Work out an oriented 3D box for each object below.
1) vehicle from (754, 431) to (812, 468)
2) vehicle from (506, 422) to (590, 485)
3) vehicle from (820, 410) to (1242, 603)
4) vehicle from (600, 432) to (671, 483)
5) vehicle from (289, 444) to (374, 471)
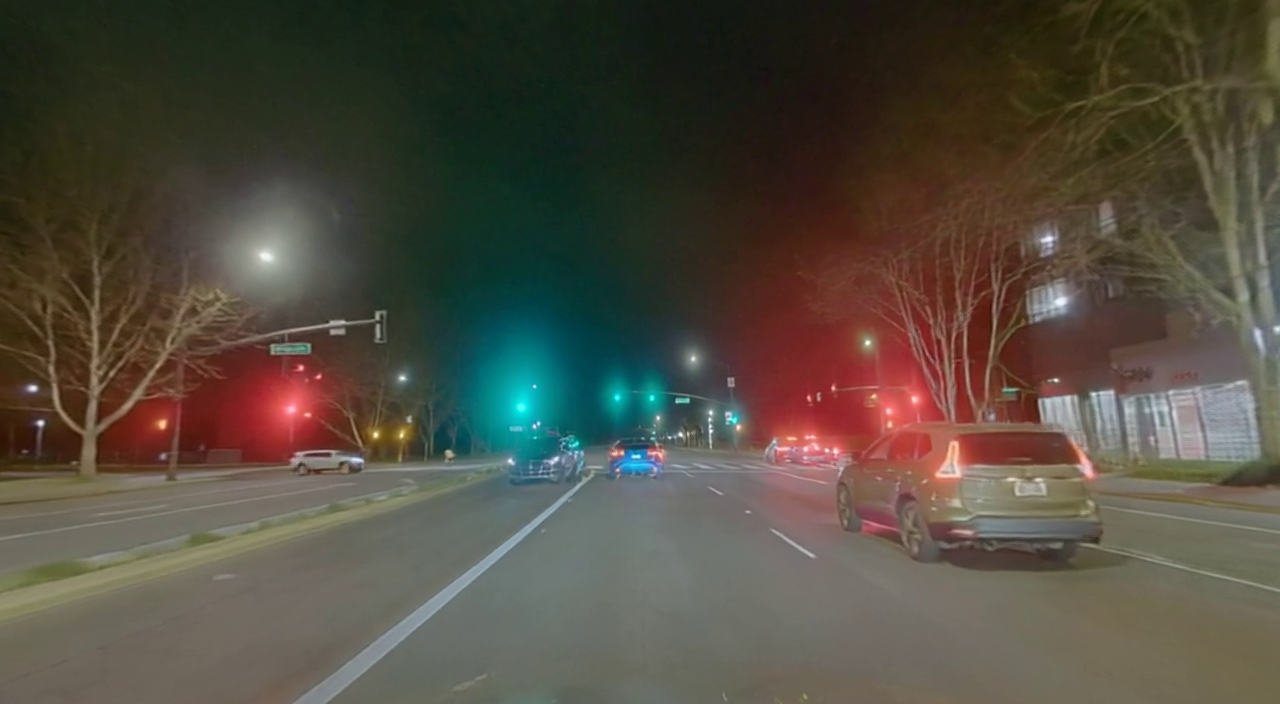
[{"bbox_3d":[7.074,4.868,31.637,1.894,1.693,4.110,0,-8,-1],"label":"vehicle"},{"bbox_3d":[-2.870,3.317,20.877,2.064,1.825,4.760,0,-8,0],"label":"vehicle"},{"bbox_3d":[3.668,1.515,7.144,1.861,1.473,4.393,0,-8,-2],"label":"vehicle"},{"bbox_3d":[-0.151,3.400,20.566,2.097,1.480,4.006,0,-8,0],"label":"vehicle"},{"bbox_3d":[-19.173,6.536,39.299,4.561,1.588,1.832,4,-10,-29],"label":"vehicle"}]
